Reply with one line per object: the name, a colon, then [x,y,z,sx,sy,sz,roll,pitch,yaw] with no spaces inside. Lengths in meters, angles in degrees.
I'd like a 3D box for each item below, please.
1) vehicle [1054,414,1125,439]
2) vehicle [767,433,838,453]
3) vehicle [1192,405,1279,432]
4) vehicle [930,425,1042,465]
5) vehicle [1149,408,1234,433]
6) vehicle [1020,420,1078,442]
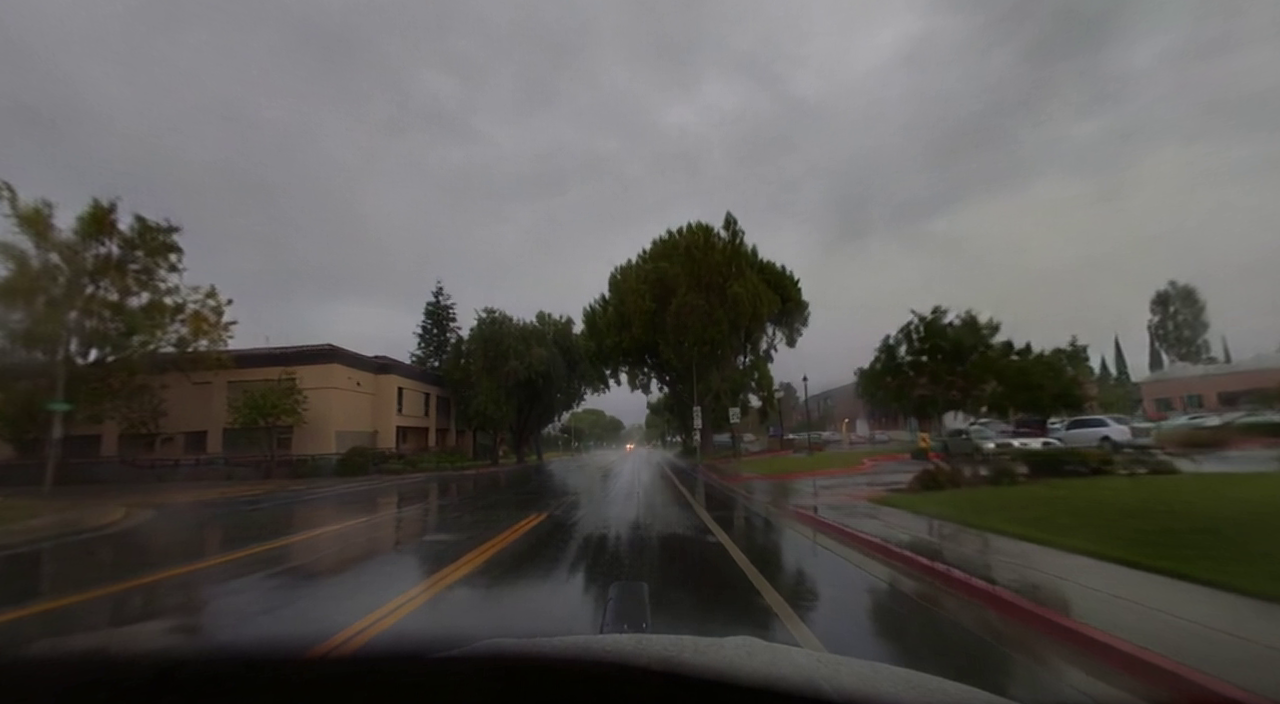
vehicle: [32.551,5.482,45.778,1.898,1.689,4.375,0,-8,-1]
vehicle: [12.645,7.108,49.246,4.955,1.489,2.002,0,-8,2]
vehicle: [43.246,4.884,45.912,1.791,1.739,4.750,0,-8,0]
vehicle: [13.722,3.748,25.366,1.927,1.464,4.644,0,-8,1]
vehicle: [40.537,5.115,46.470,1.932,1.631,4.750,0,-9,0]
vehicle: [29.810,5.821,46.070,1.740,1.466,3.900,0,-8,2]
